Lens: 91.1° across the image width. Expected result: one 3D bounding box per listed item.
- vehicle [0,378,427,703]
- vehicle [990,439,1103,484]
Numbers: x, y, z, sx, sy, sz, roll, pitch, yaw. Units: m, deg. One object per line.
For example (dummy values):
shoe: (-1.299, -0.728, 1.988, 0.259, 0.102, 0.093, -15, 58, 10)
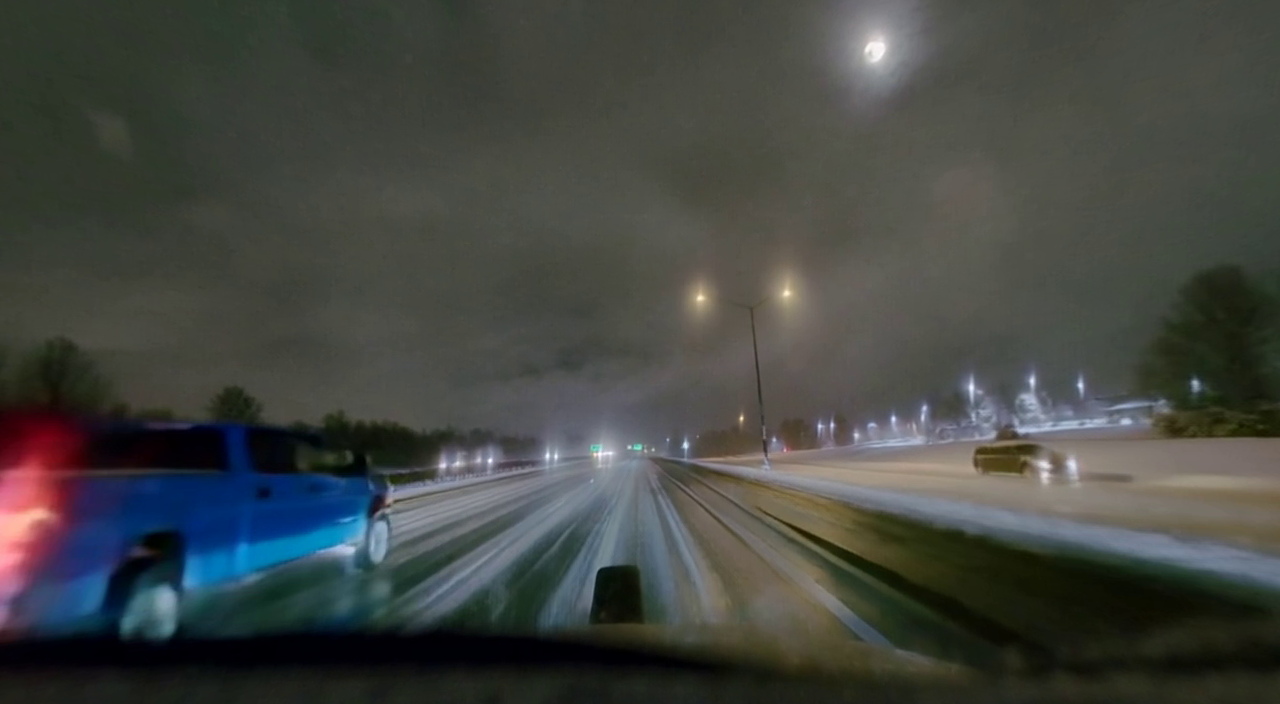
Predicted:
vehicle: (-3.641, 1.329, 5.254, 2.152, 1.717, 4.423, 0, -9, 0)
vehicle: (15.611, 4.212, 24.402, 1.834, 1.555, 3.751, 0, -9, -1)
